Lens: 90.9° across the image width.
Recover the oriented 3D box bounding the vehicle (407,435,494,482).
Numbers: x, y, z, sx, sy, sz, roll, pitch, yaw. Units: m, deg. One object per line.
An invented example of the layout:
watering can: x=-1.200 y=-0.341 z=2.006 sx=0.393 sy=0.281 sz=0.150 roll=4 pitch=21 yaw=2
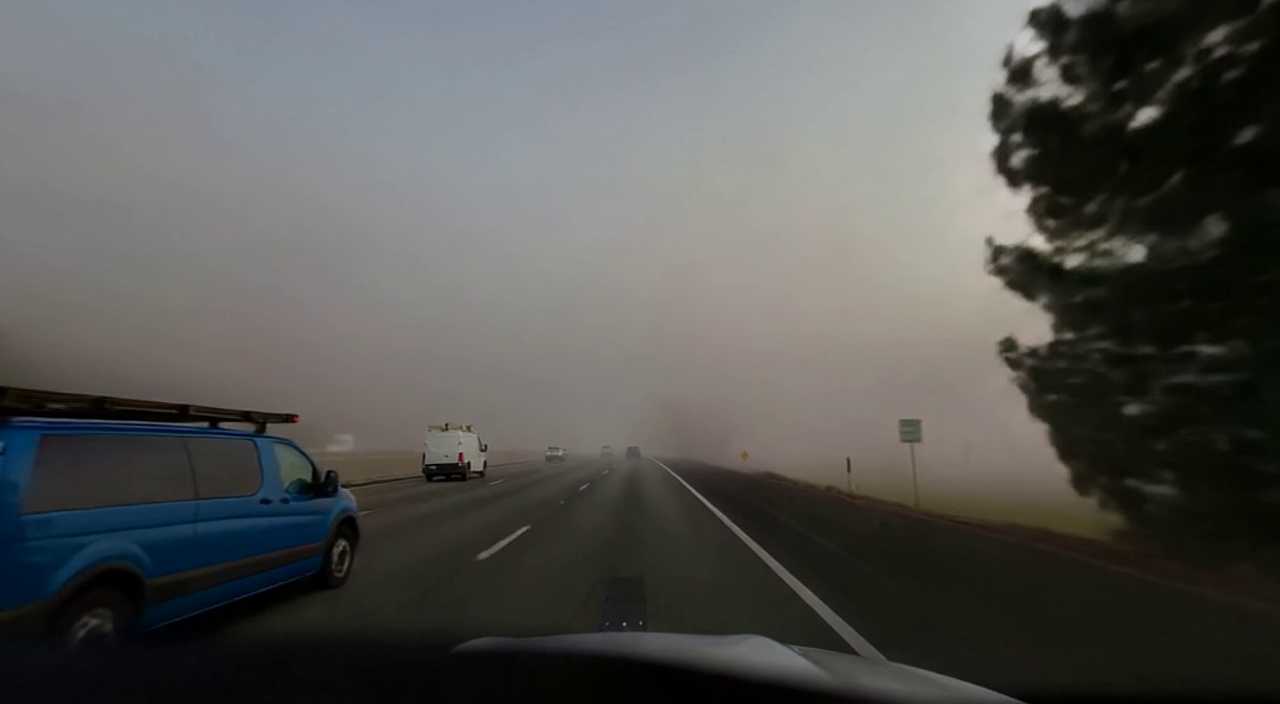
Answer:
vehicle: x=-7.680 y=4.349 z=26.071 sx=2.093 sy=1.752 sz=4.771 roll=0 pitch=-9 yaw=0

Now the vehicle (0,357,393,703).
vehicle: x=-3.651 y=1.112 z=4.179 sx=2.040 sy=1.679 sz=4.865 roll=0 pitch=-9 yaw=0
